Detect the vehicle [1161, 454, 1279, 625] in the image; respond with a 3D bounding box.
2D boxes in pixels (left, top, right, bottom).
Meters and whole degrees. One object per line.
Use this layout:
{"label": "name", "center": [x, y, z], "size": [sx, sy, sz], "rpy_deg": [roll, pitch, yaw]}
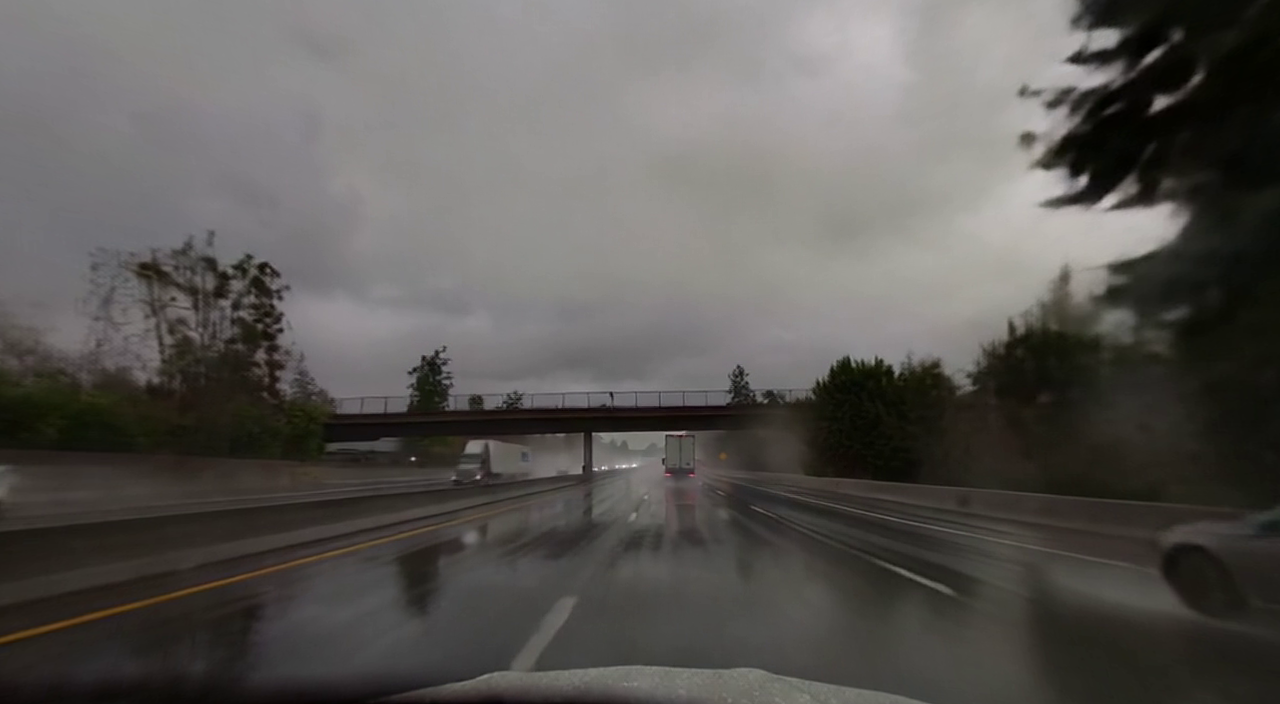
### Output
{"label": "vehicle", "center": [6.627, 1.482, 4.590], "size": [1.949, 1.468, 4.145], "rpy_deg": [1, -10, -3]}
